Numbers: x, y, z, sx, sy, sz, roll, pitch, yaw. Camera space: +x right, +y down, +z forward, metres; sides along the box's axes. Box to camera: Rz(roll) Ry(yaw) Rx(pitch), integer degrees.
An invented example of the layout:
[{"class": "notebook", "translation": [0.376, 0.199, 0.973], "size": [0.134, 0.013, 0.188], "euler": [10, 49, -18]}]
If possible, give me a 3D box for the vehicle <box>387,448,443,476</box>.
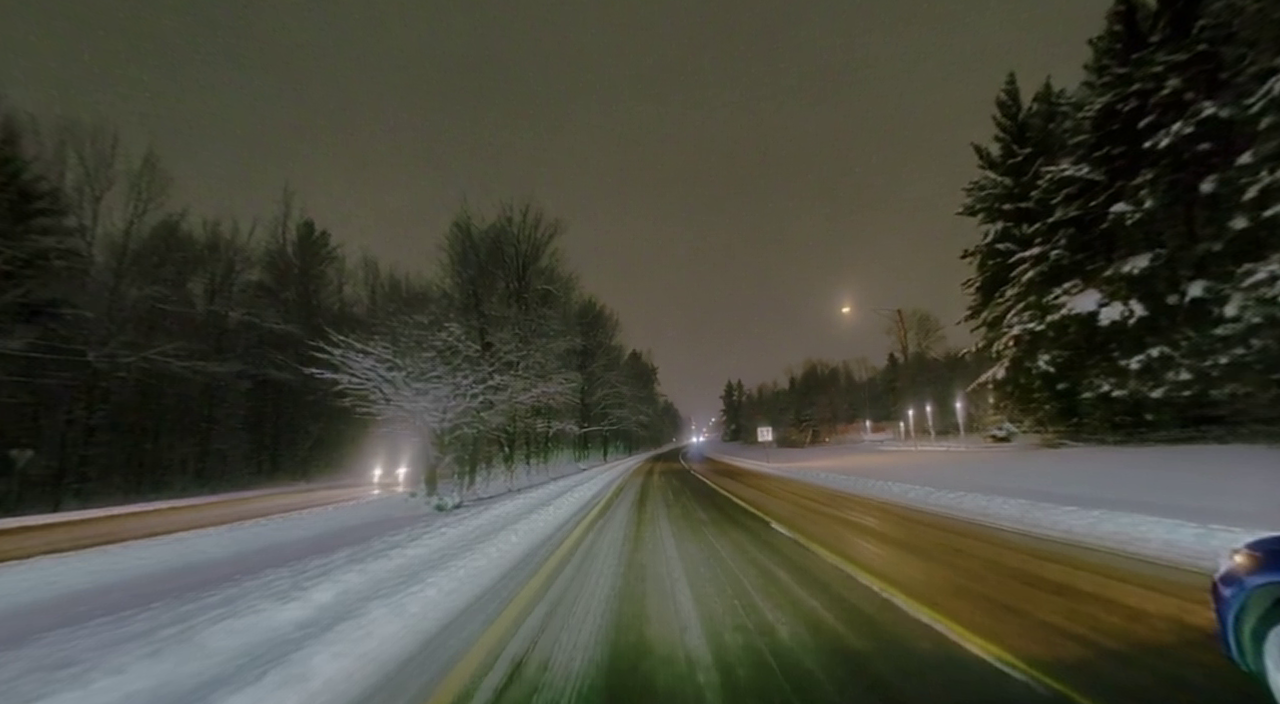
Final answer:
[{"class": "vehicle", "translation": [-15.475, 7.602, 43.728], "size": [2.010, 1.801, 4.777], "euler": [0, -9, 1]}]
